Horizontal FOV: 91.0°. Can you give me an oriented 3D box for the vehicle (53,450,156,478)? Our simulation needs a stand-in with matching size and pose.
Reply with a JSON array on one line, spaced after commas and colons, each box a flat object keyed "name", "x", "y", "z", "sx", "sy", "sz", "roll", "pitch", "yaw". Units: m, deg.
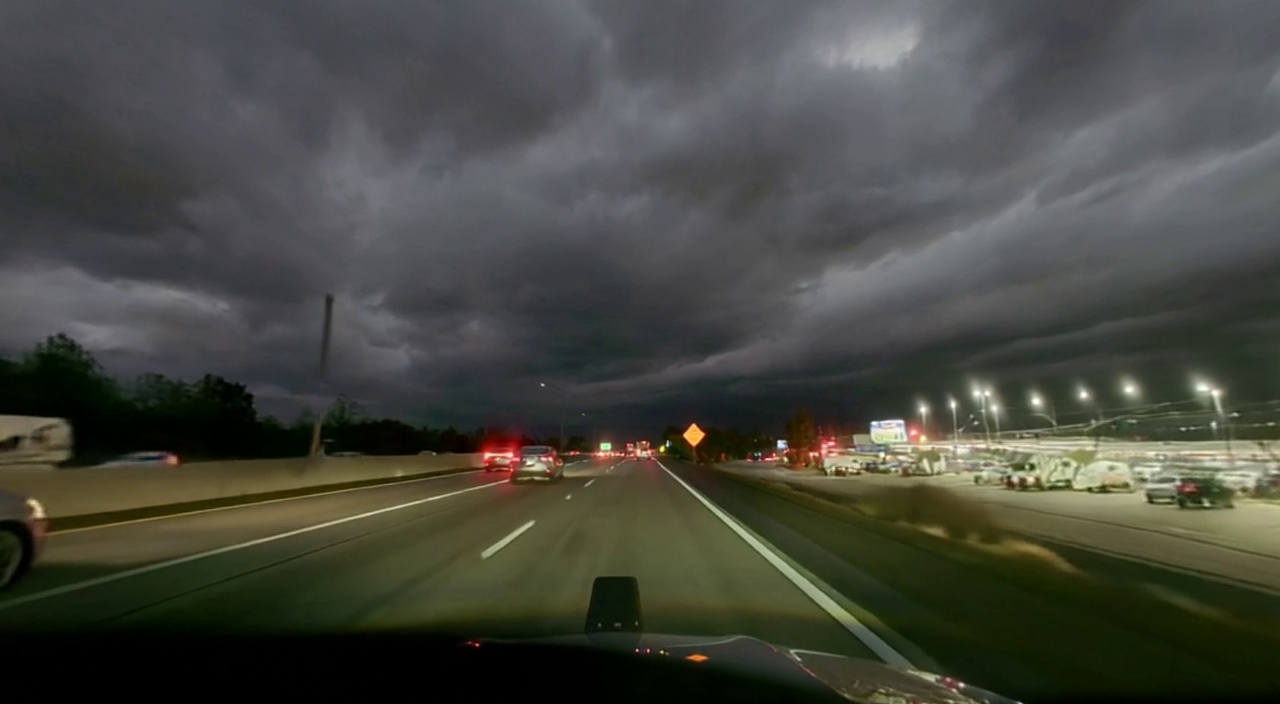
[{"name": "vehicle", "x": -32.574, "y": 6.814, "z": 38.529, "sx": 1.850, "sy": 1.534, "sz": 4.913, "roll": 0, "pitch": -9, "yaw": 2}]

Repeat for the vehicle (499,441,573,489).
[{"name": "vehicle", "x": -3.944, "y": 4.354, "z": 24.598, "sx": 2.070, "sy": 1.665, "sz": 4.213, "roll": 0, "pitch": -9, "yaw": 1}]

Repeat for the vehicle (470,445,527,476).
[{"name": "vehicle", "x": -7.537, "y": 5.808, "z": 33.902, "sx": 1.991, "sy": 1.538, "sz": 4.360, "roll": 0, "pitch": -9, "yaw": 1}]
